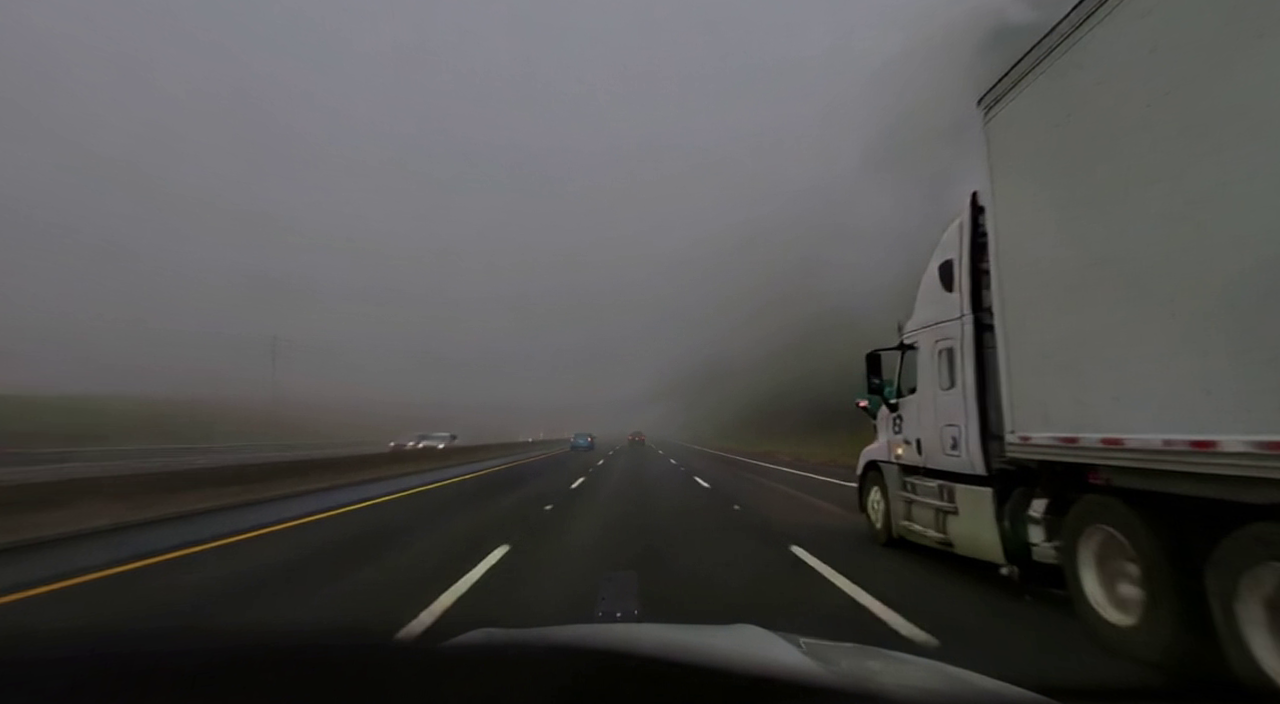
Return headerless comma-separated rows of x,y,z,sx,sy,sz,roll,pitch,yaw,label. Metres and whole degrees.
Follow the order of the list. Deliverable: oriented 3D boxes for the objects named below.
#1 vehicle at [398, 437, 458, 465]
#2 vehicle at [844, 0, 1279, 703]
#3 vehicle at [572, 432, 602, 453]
-12.285,5.737,36.753,1.910,1.478,4.655,0,-8,0,vehicle
3.761,-0.055,3.564,3.027,3.796,6.035,0,-8,-1,vehicle
-3.909,6.709,46.773,1.930,1.484,3.849,0,-8,-1,vehicle
